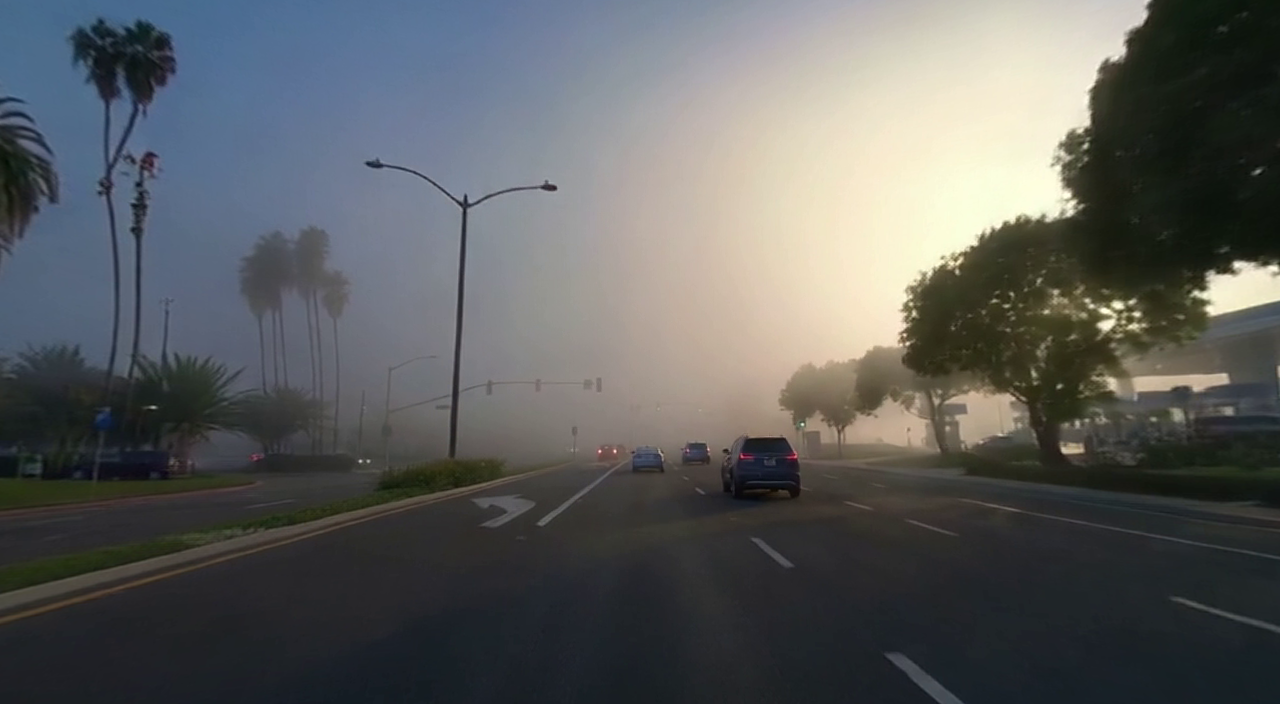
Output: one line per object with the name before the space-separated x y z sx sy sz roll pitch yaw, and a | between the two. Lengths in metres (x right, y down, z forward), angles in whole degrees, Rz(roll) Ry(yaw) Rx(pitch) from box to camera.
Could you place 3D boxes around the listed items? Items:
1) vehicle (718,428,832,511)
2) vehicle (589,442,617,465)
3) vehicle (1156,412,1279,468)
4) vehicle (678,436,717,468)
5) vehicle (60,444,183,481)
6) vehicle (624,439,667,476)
vehicle | 3.138 2.805 15.515 1.872 1.752 3.896 0 -8 -1
vehicle | -2.736 7.601 47.416 1.788 1.600 4.298 0 -8 1
vehicle | 21.338 3.065 21.855 4.831 1.816 2.295 0 -8 -2
vehicle | 3.758 6.631 41.975 2.154 1.975 4.634 0 -8 0
vehicle | -27.587 5.852 33.671 4.803 1.784 2.124 7 -11 -41
vehicle | 0.241 5.192 31.327 1.991 1.664 3.814 0 -8 0
